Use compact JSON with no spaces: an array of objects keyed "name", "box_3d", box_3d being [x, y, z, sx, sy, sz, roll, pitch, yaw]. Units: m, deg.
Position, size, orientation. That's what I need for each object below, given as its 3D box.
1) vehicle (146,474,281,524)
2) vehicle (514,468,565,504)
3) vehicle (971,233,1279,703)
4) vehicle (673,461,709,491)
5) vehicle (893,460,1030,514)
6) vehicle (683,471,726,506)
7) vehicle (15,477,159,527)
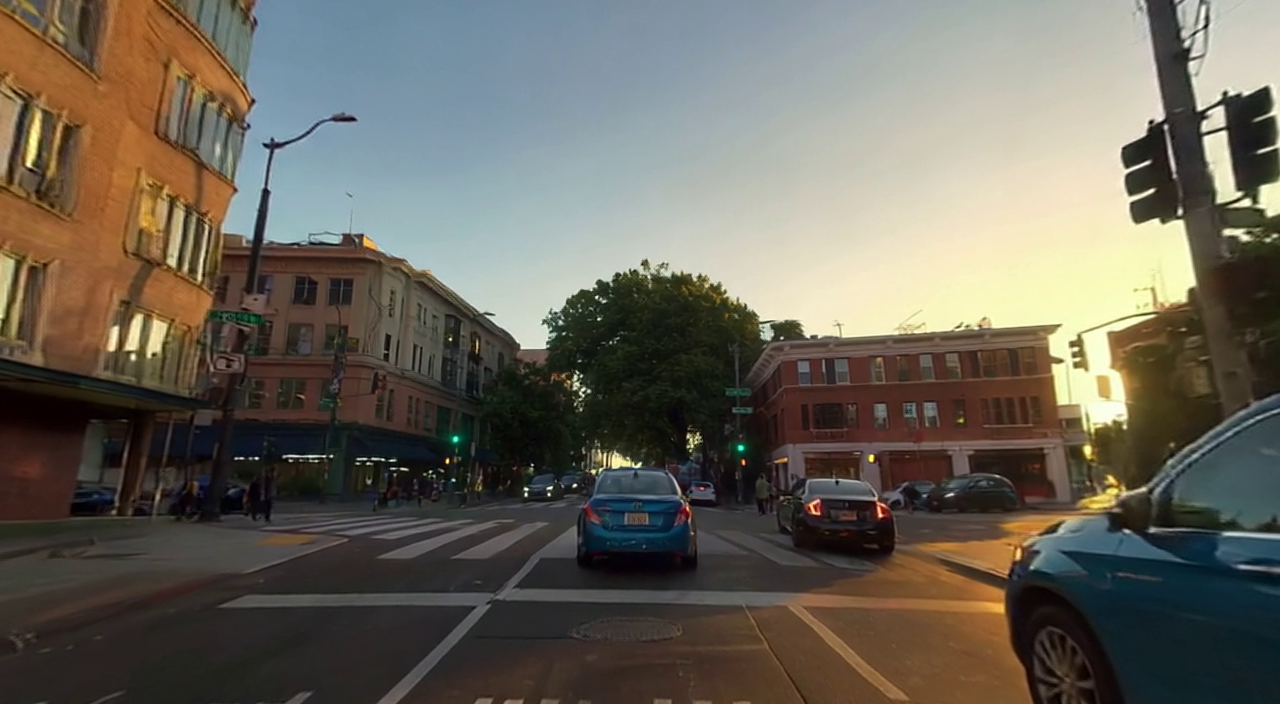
[{"name":"vehicle","box_3d":[-19.507,6.723,28.990,4.750,2.083,2.002,-1,-9,3]},{"name":"vehicle","box_3d":[-6.008,8.052,38.198,2.226,1.896,4.438,-1,-9,1]},{"name":"vehicle","box_3d":[3.186,0.429,0.444,2.632,1.979,6.096,-1,-9,1]},{"name":"vehicle","box_3d":[3.762,9.223,47.244,2.365,1.994,4.259,0,-9,0]},{"name":"vehicle","box_3d":[14.694,6.177,29.054,4.974,2.266,2.324,0,-9,-1]},{"name":"vehicle","box_3d":[3.786,8.154,37.894,1.908,1.741,4.066,0,-9,-3]},{"name":"vehicle","box_3d":[-25.348,6.875,29.043,4.588,2.048,2.110,-1,-9,1]}]
